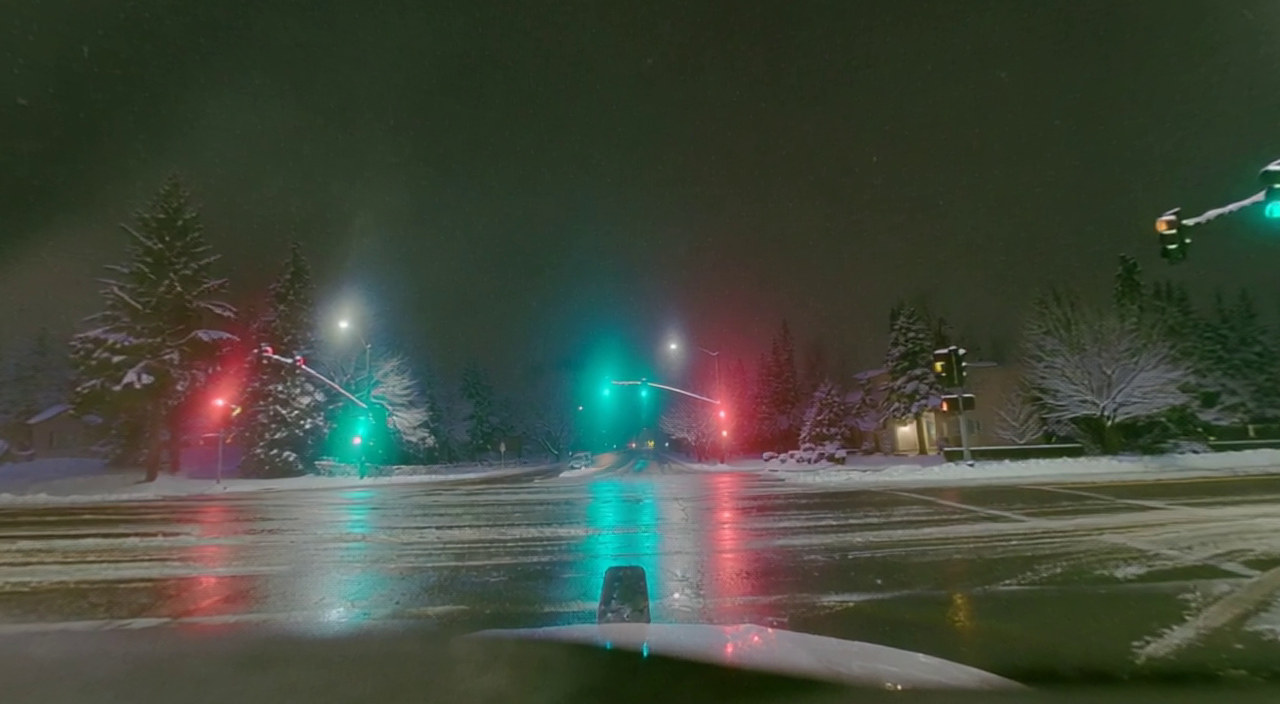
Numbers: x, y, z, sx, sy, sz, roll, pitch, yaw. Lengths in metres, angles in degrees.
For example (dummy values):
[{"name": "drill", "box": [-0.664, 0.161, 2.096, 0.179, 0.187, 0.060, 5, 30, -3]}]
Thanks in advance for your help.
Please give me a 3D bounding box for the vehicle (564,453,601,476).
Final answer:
[{"name": "vehicle", "box": [-4.481, 8.846, 49.827, 2.030, 1.704, 4.205, -1, -8, 7]}]
